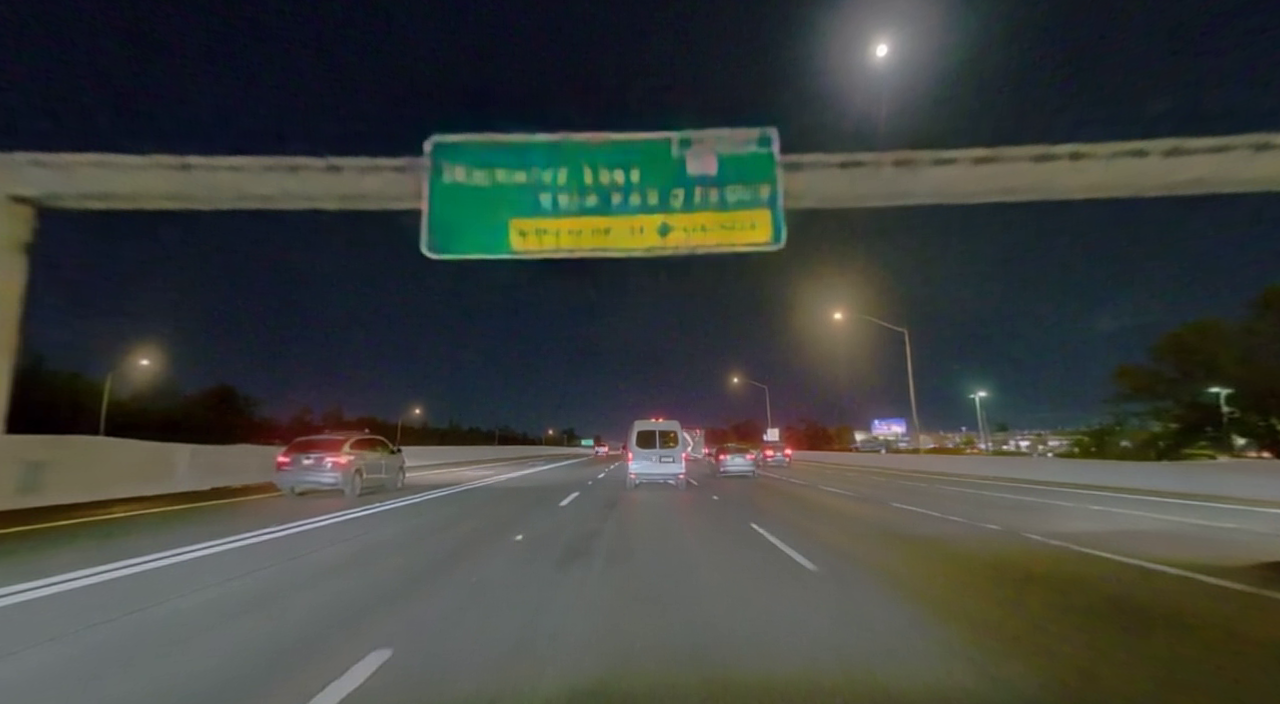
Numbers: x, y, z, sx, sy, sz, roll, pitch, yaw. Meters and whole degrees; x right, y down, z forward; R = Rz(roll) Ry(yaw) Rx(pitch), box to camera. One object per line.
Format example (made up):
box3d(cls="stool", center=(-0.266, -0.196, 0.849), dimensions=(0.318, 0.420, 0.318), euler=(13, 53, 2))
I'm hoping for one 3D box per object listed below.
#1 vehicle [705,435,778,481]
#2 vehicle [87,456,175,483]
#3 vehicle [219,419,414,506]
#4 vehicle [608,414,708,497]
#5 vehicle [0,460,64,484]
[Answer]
box3d(cls="vehicle", center=(3.961, 4.223, 25.319), dimensions=(2.146, 1.678, 4.489), euler=(0, -9, -1))
box3d(cls="vehicle", center=(-32.209, 7.407, 40.025), dimensions=(1.804, 1.504, 4.468), euler=(0, -9, 1))
box3d(cls="vehicle", center=(-7.652, 2.675, 15.652), dimensions=(2.192, 1.776, 4.957), euler=(0, -9, 0))
box3d(cls="vehicle", center=(0.427, 2.958, 18.279), dimensions=(2.509, 2.062, 4.639), euler=(0, -9, -1))
box3d(cls="vehicle", center=(-44.965, 8.675, 45.727), dimensions=(1.805, 1.525, 4.591), euler=(0, -9, 0))
